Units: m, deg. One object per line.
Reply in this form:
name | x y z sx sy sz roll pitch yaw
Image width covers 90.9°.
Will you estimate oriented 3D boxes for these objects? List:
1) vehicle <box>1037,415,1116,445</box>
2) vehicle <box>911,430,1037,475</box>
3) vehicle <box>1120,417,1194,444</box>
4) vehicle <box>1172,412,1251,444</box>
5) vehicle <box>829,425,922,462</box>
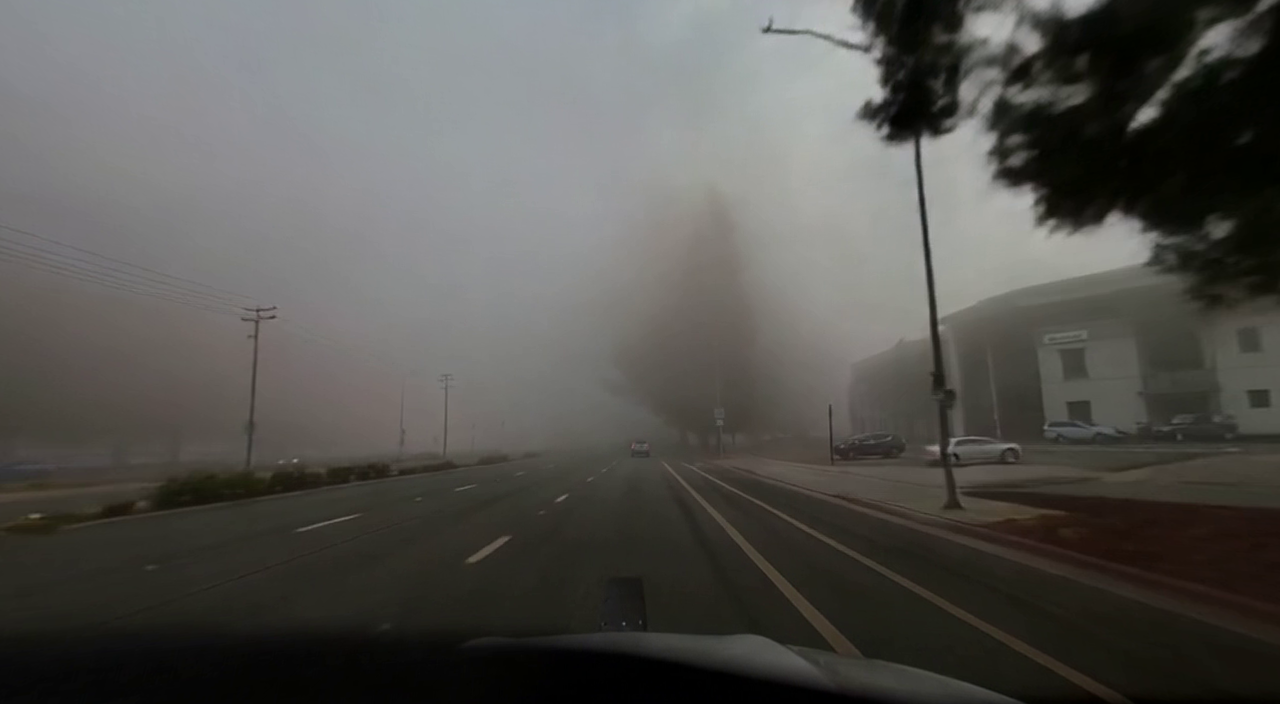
vehicle | 30.965 5.570 44.686 5.675 1.978 2.229 5 -10 -30
vehicle | 14.692 4.417 27.916 4.388 1.446 1.808 -6 -7 1
vehicle | 33.520 5.127 40.870 4.287 1.622 2.088 4 -9 -28
vehicle | 34.746 4.658 38.310 4.388 1.793 1.961 4 -9 -27
vehicle | 14.211 5.550 38.222 4.702 1.853 2.069 -4 -8 2
